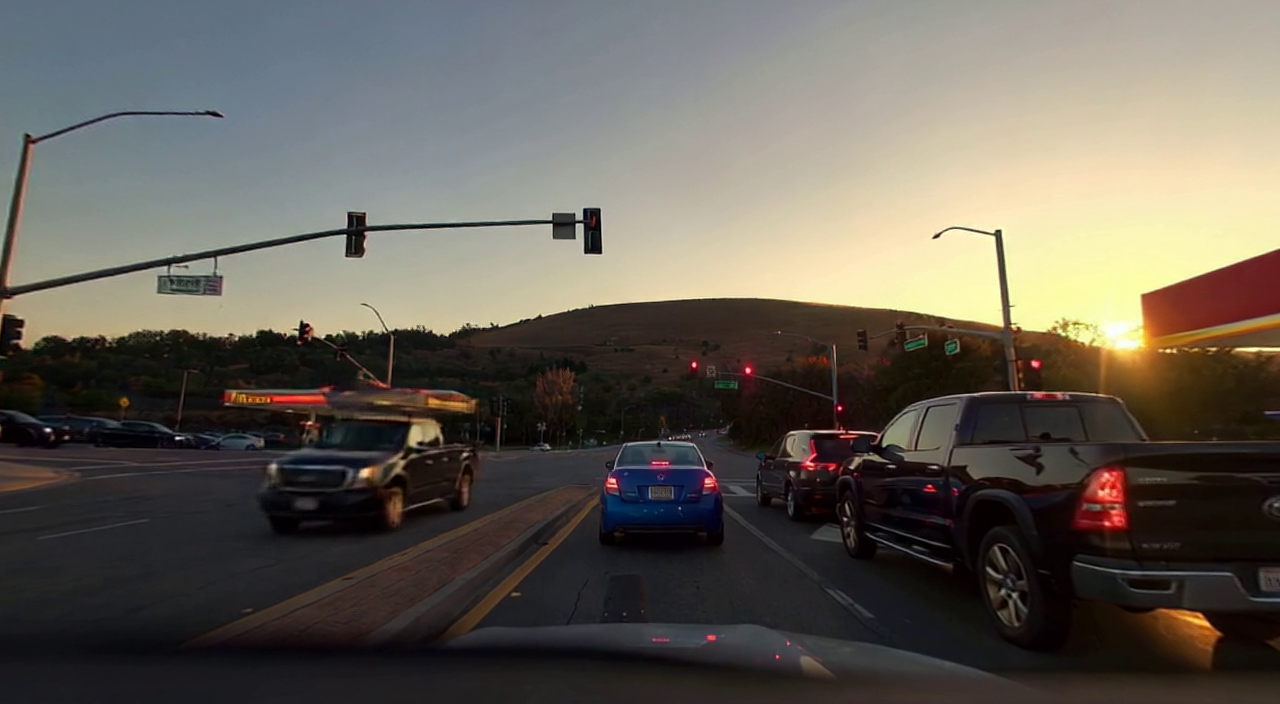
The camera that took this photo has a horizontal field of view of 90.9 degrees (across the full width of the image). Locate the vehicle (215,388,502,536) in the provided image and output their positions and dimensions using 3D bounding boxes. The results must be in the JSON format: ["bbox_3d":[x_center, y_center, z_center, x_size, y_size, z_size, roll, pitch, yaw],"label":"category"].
[{"bbox_3d":[-4.745,2.011,12.090,2.615,2.031,5.638,2,-8,3],"label":"vehicle"}]

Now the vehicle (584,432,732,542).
[{"bbox_3d":[0.252,2.140,10.653,2.027,1.494,3.824,0,-8,0],"label":"vehicle"}]

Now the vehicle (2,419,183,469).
[{"bbox_3d":[-19.704,3.334,22.858,4.742,1.720,2.107,-1,-8,5],"label":"vehicle"}]

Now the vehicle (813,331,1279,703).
[{"bbox_3d":[3.585,1.279,5.746,2.277,1.871,6.143,0,-8,0],"label":"vehicle"}]
